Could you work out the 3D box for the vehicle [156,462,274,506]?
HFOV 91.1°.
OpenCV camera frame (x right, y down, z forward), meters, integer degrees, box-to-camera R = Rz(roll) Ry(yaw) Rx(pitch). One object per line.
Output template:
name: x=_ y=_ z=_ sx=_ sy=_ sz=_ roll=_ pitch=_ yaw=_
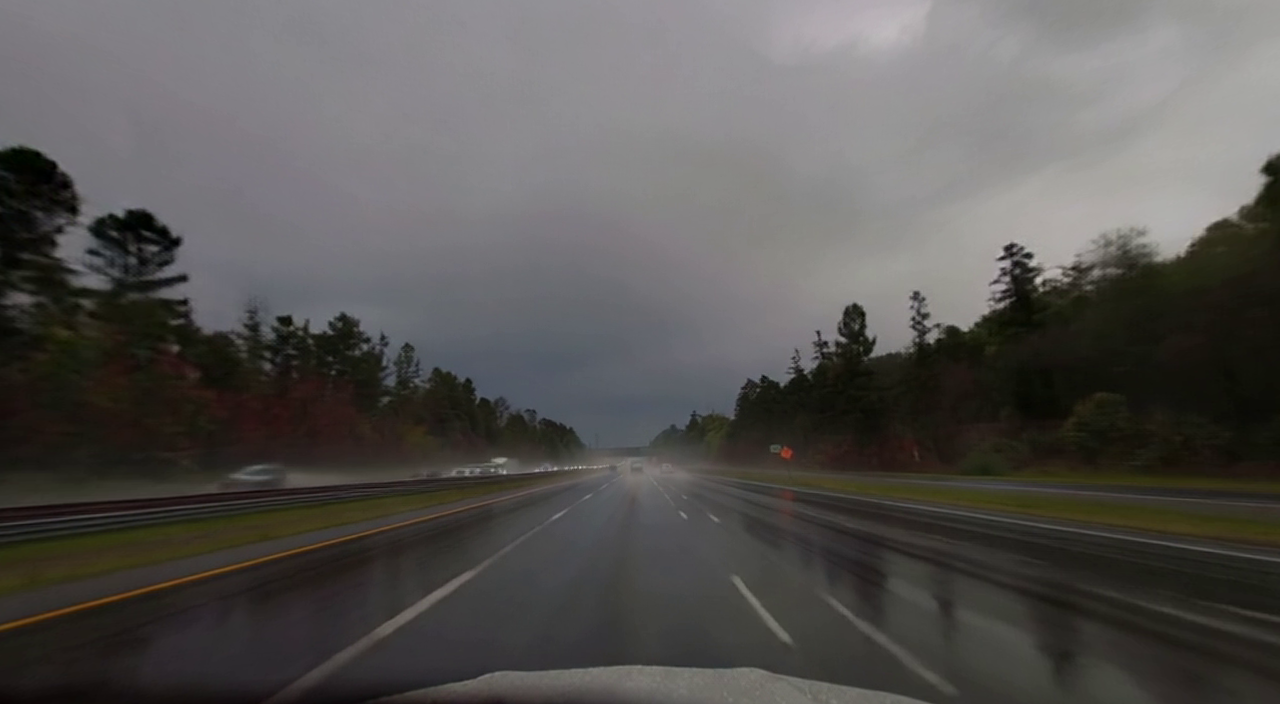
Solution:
vehicle: x=-18.042 y=5.617 z=26.969 sx=2.041 sy=1.667 sz=4.171 roll=1 pitch=-10 yaw=1
